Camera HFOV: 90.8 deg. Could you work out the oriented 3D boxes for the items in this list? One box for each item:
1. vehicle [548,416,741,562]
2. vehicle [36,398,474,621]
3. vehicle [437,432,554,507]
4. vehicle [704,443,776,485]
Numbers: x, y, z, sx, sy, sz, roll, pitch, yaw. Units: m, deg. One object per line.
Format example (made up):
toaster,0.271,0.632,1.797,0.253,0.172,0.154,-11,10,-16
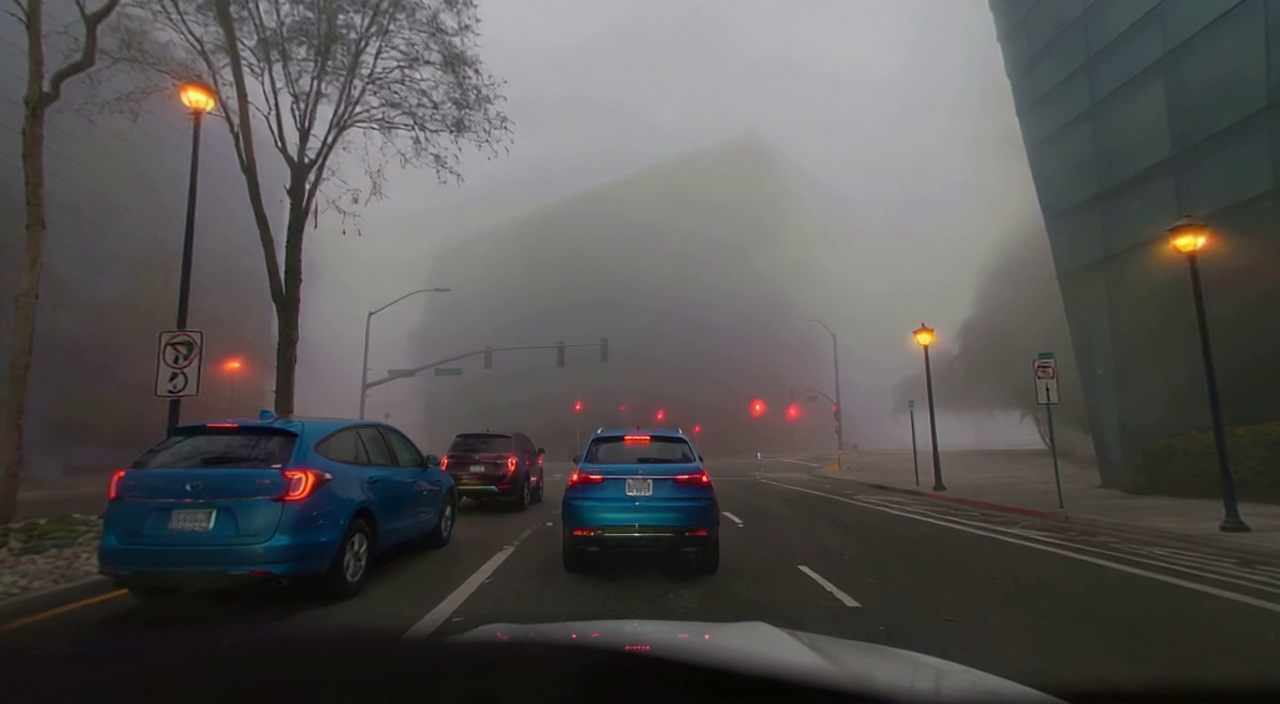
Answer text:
vehicle,0.024,1.882,9.395,2.207,1.659,4.155,0,-8,-1
vehicle,-3.539,1.529,7.105,2.083,1.691,4.398,0,-8,1
vehicle,-3.590,2.995,16.582,2.068,1.678,4.199,0,-8,0
vehicle,3.753,4.267,24.465,2.082,1.445,4.426,0,-8,0
